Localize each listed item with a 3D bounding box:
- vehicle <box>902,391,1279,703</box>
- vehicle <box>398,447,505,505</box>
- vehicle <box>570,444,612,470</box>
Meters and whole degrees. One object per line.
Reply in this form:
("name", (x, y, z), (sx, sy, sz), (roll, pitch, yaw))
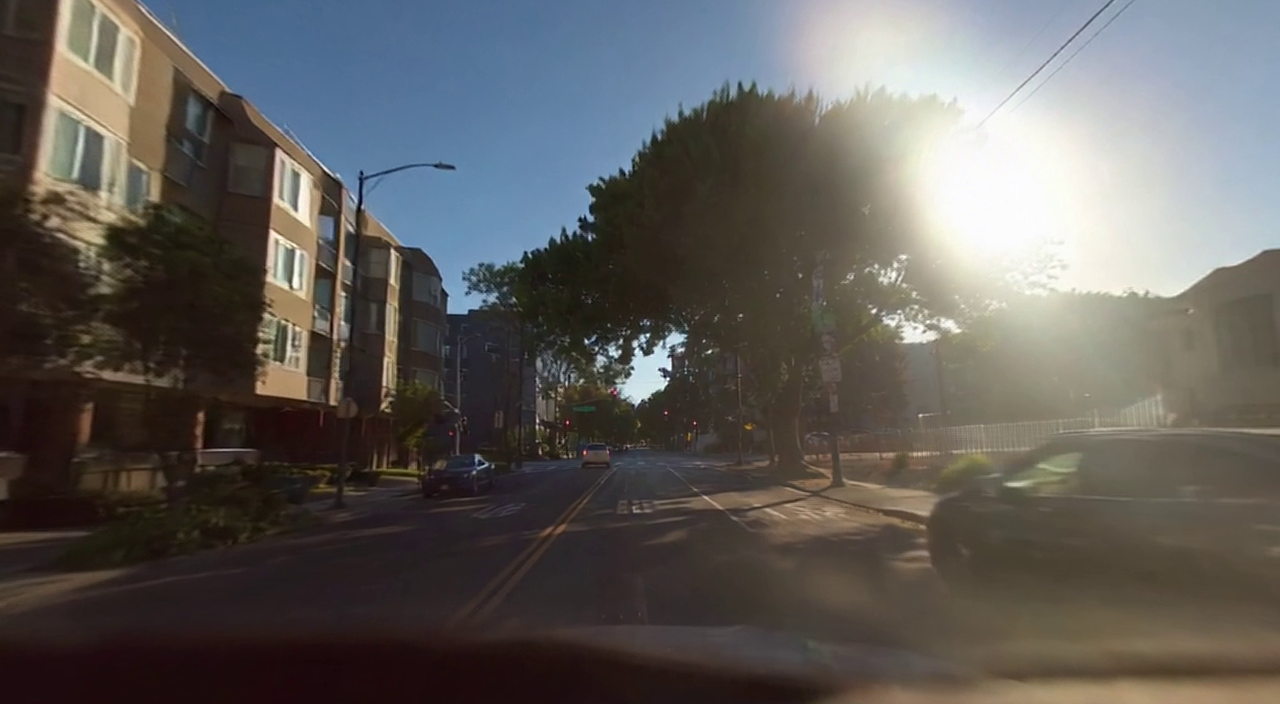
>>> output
("vehicle", (4.015, 1.231, 4.403), (2.082, 1.662, 4.753), (0, -8, -4))
("vehicle", (-5.783, 3.811, 19.972), (1.947, 1.473, 4.397), (-4, -8, 1))
("vehicle", (-2.753, 6.044, 36.641), (2.029, 1.438, 4.313), (0, -8, 1))
